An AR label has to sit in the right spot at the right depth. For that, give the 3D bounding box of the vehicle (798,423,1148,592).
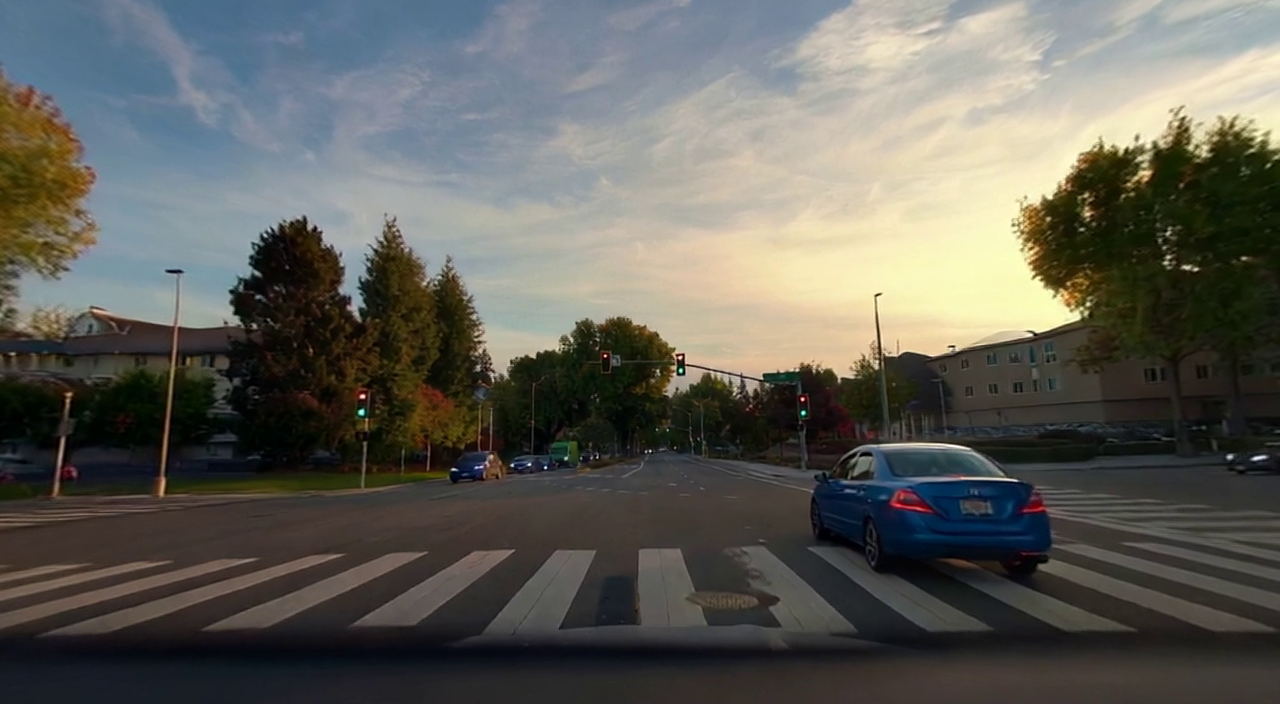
[{"bbox_3d":[3.759,1.840,8.438,2.129,1.581,4.780,0,-9,1],"label":"vehicle"}]

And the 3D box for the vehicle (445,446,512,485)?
[{"bbox_3d":[-8.331,5.865,33.072,2.130,1.874,4.691,-1,-9,2],"label":"vehicle"}]

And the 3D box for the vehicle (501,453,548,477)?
[{"bbox_3d":[-7.751,7.615,42.793,1.906,1.468,4.686,-1,-9,6],"label":"vehicle"}]
